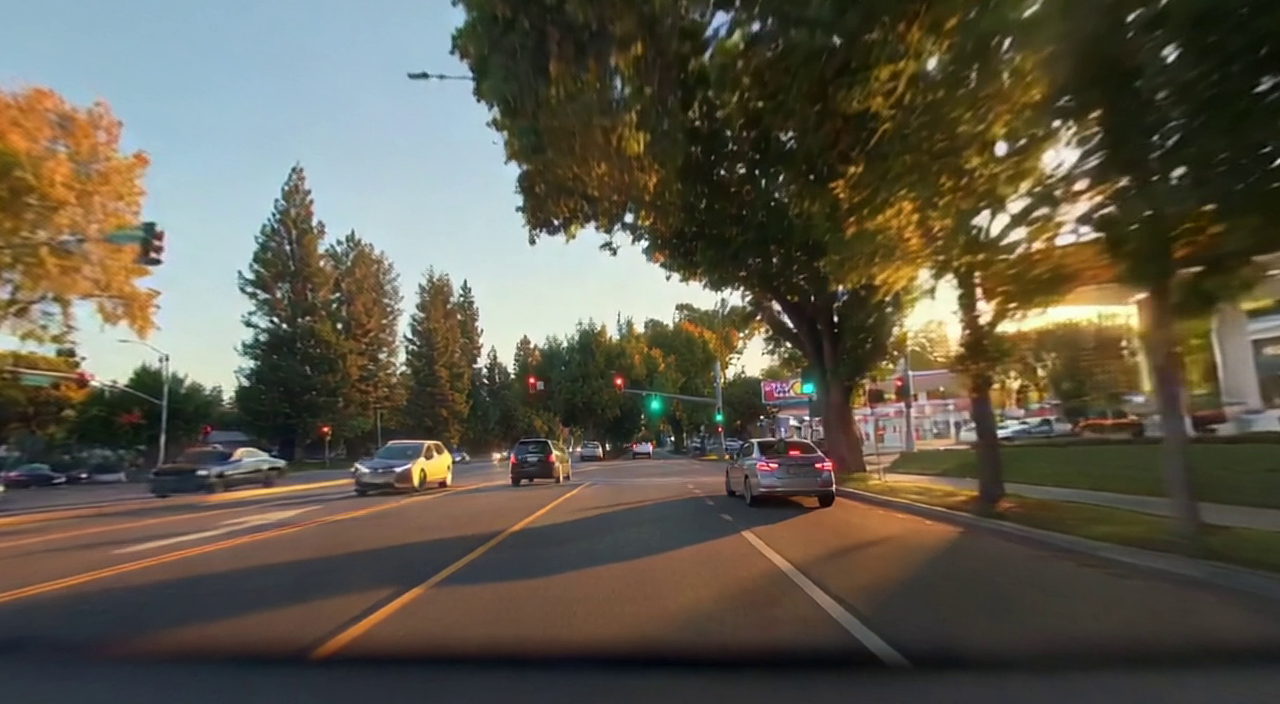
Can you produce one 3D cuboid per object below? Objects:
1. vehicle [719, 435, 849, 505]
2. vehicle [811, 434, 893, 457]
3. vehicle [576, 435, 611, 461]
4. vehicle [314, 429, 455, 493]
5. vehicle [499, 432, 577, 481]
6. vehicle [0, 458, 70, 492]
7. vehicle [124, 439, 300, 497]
[{"bbox_3d":[3.360,2.881,15.839,2.095,1.475,4.686,0,-8,-1],"label":"vehicle"},{"bbox_3d":[14.409,6.398,42.946,4.776,1.486,2.138,1,-9,-5],"label":"vehicle"},{"bbox_3d":[-3.410,7.190,47.057,2.126,1.810,4.414,0,-8,1],"label":"vehicle"},{"bbox_3d":[-7.830,3.393,20.057,2.224,1.747,5.274,0,-8,0],"label":"vehicle"},{"bbox_3d":[-3.850,4.032,24.636,2.250,1.713,4.422,0,-8,1],"label":"vehicle"},{"bbox_3d":[-35.986,7.076,36.036,4.573,1.705,2.377,-2,-8,2],"label":"vehicle"},{"bbox_3d":[-15.730,4.269,23.751,2.486,1.876,5.659,0,-8,2],"label":"vehicle"}]
